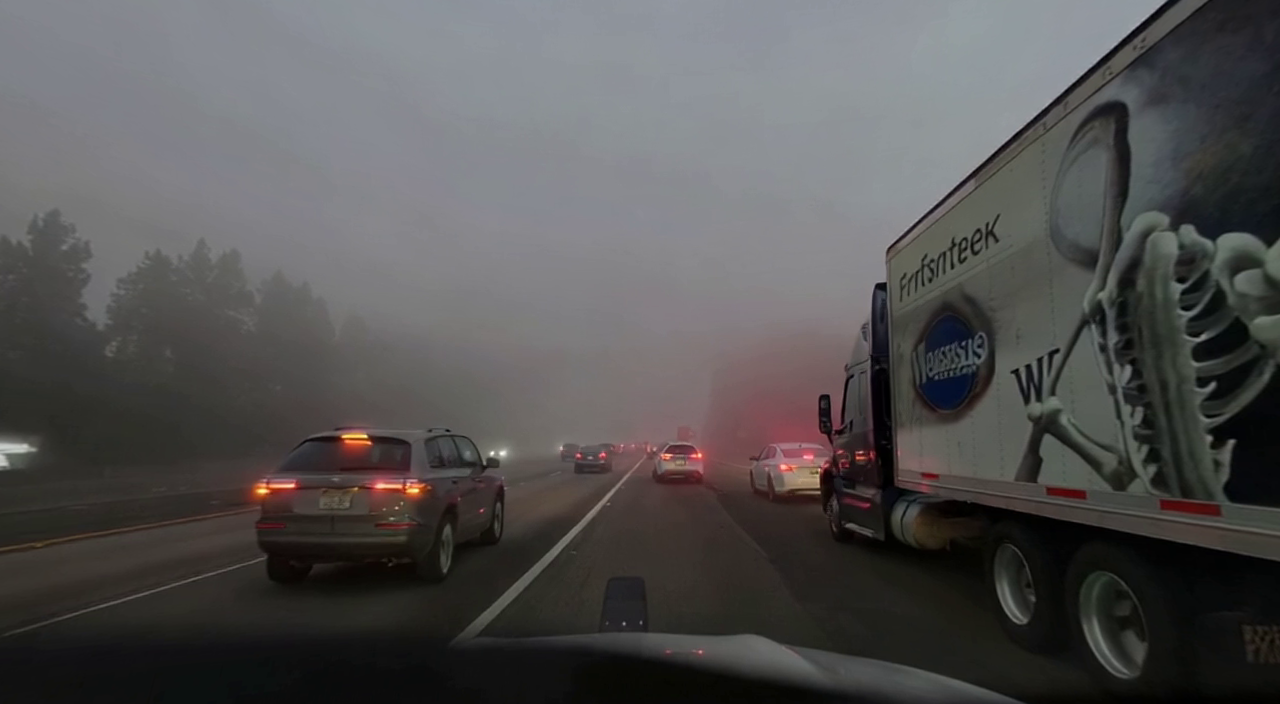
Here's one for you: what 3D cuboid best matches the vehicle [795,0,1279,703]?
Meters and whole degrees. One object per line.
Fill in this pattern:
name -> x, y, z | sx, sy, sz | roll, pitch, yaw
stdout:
vehicle -> 3.501, 0.327, 3.728 | 2.987, 3.212, 9.311 | -1, -8, 1

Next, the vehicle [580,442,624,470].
vehicle -> -2.045, 5.722, 34.890 | 2.036, 1.441, 4.253 | -1, -8, 2

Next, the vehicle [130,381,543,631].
vehicle -> -2.584, 1.465, 6.990 | 2.153, 1.805, 4.631 | -1, -8, 2

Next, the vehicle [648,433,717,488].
vehicle -> 1.390, 3.755, 22.136 | 2.156, 1.701, 4.494 | -1, -8, 1

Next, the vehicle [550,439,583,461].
vehicle -> -5.606, 7.570, 48.785 | 1.915, 1.605, 4.485 | -1, -8, 2
